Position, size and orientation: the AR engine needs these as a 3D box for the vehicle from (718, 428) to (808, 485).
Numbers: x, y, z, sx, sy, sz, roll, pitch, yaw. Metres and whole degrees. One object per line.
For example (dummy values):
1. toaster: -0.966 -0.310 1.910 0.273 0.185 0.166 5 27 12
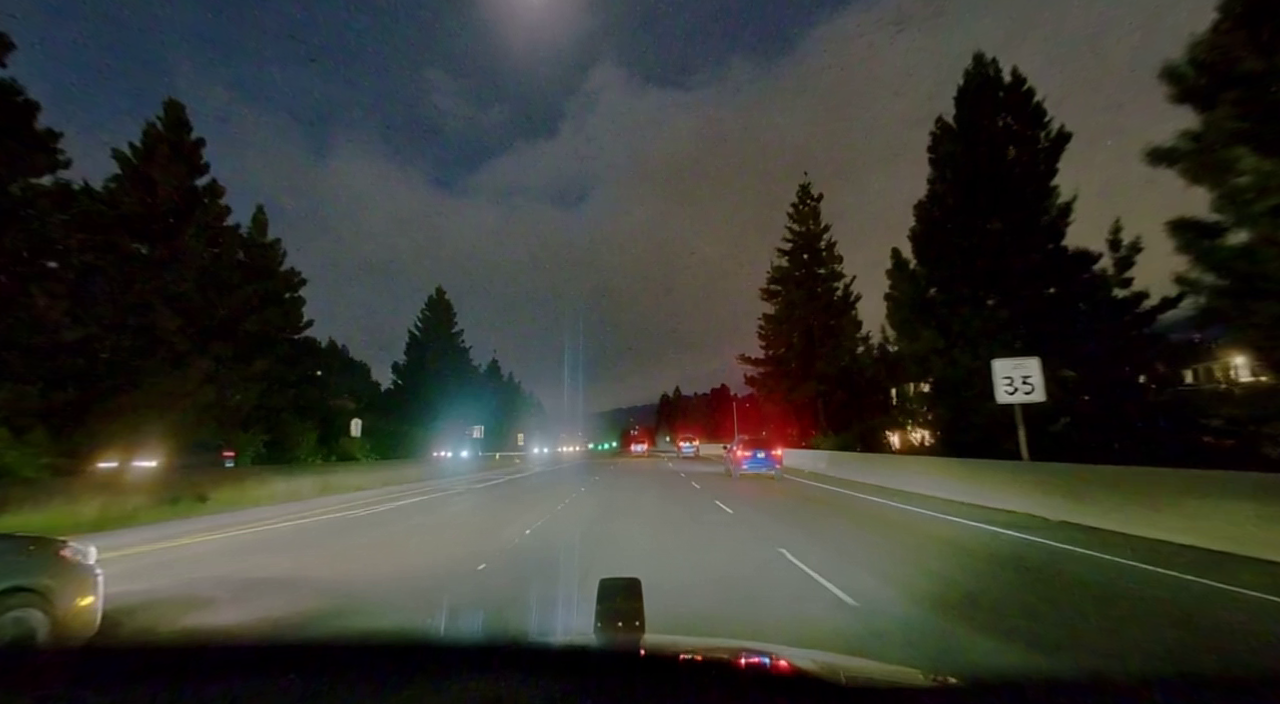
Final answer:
1. vehicle: 3.952 3.442 20.952 2.092 1.686 4.188 0 -9 -1

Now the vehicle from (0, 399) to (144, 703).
1. vehicle: -3.794 0.751 1.218 2.036 1.528 4.400 0 -9 0
